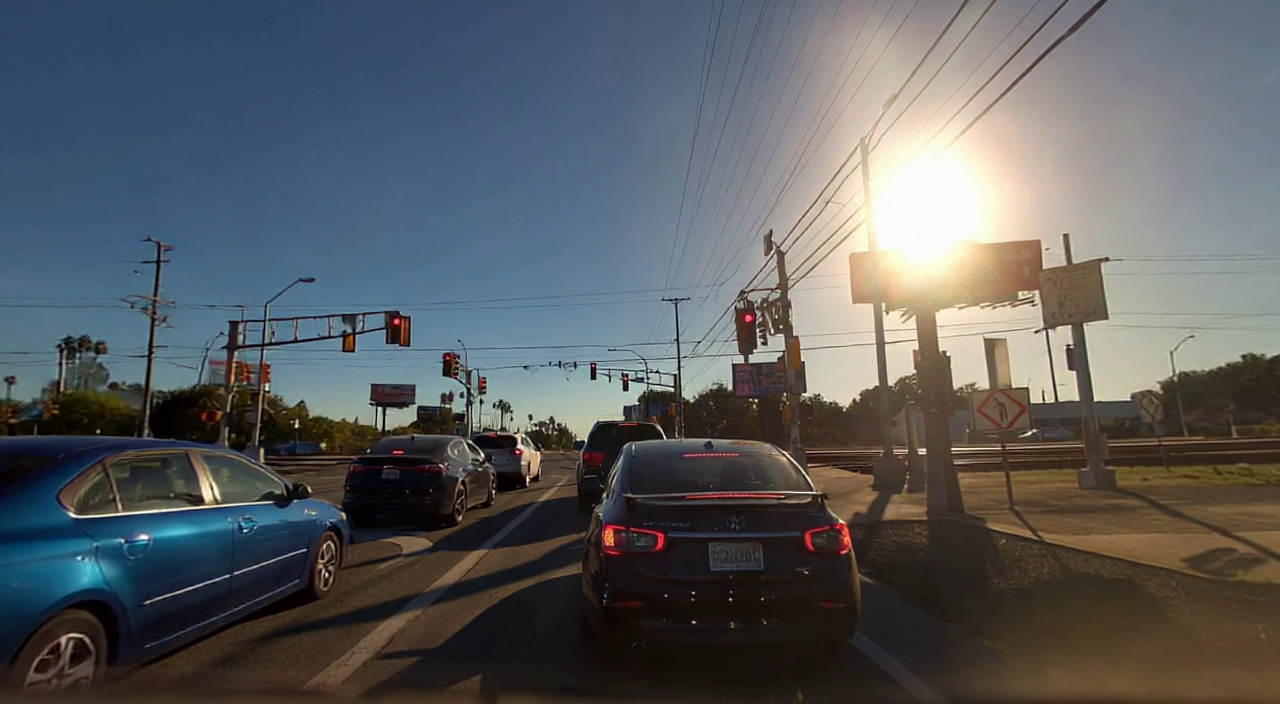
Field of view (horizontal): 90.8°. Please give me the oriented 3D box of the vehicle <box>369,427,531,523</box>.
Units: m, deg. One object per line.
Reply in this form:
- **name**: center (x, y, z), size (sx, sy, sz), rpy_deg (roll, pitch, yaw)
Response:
- **vehicle**: center (-3.369, 2.262, 12.076), size (1.984, 1.505, 3.982), rpy_deg (0, -9, -2)

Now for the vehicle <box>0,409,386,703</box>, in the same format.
- **vehicle**: center (-3.712, 1.247, 4.437), size (1.956, 1.468, 4.585), rpy_deg (0, -9, 0)

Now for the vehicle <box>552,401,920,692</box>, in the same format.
- **vehicle**: center (0.406, 1.336, 5.455), size (1.998, 1.529, 3.960), rpy_deg (1, -9, -4)
